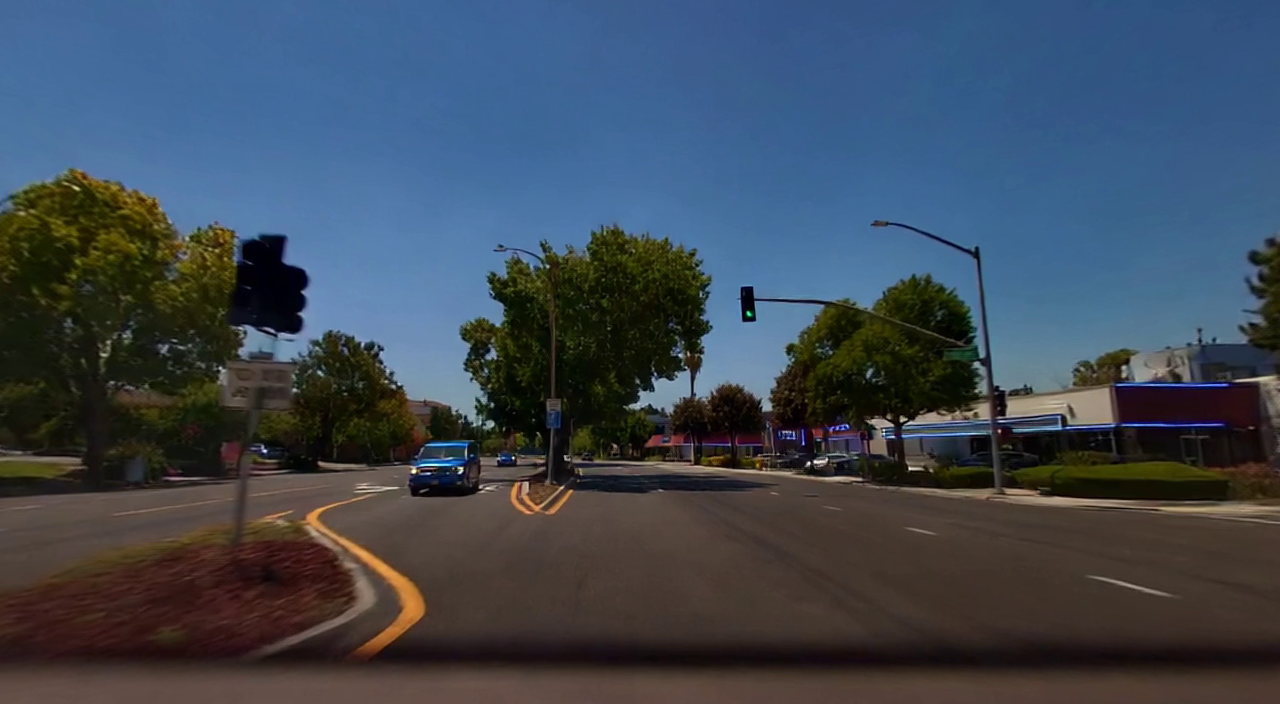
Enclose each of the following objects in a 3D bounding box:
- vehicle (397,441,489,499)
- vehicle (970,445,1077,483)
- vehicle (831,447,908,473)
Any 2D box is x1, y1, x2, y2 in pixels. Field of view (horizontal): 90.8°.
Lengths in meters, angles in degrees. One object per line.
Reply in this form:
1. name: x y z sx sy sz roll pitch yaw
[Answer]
1. vehicle: -6.390 3.842 21.068 2.057 1.709 4.590 1 -9 -7
2. vehicle: 20.077 5.803 33.009 5.672 1.821 2.180 5 -10 -30
3. vehicle: 16.012 7.553 44.251 4.481 1.685 2.195 2 -10 -6
